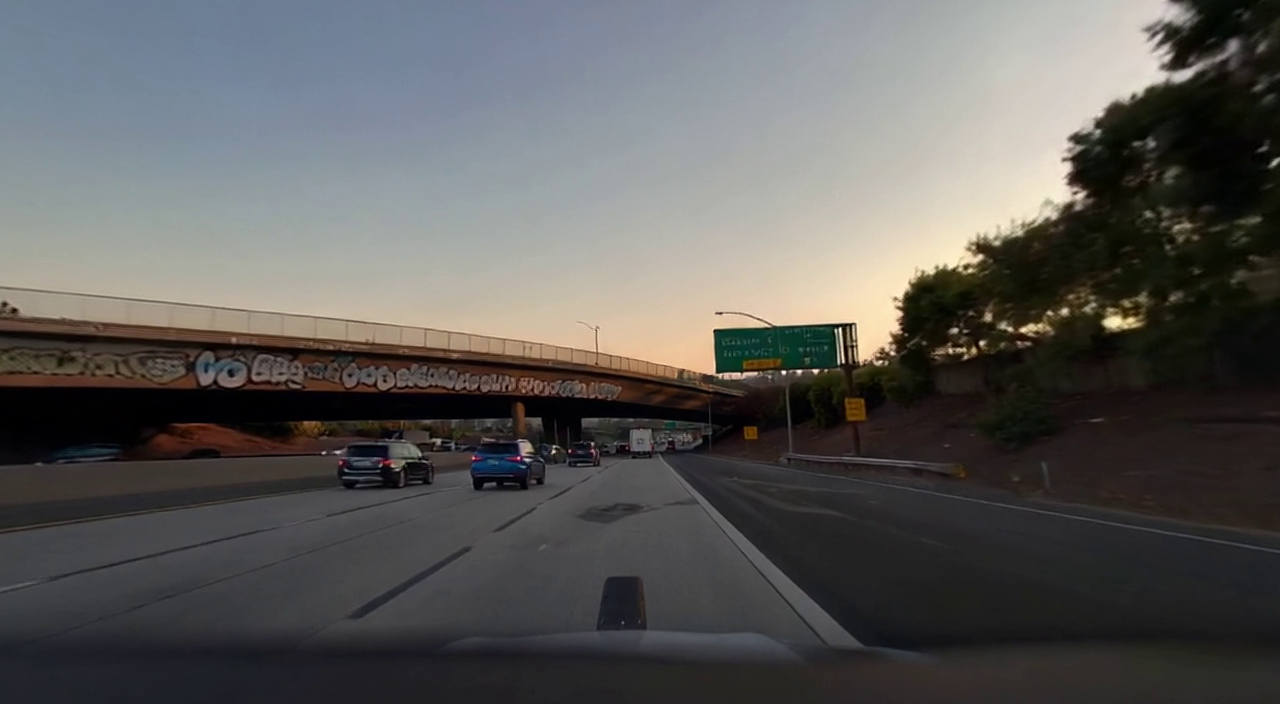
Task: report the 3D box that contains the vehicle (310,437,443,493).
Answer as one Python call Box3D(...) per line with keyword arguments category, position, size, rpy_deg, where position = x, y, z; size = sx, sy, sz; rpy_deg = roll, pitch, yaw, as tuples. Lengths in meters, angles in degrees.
Box3D(category="vehicle", position=(-7.746, 3.353, 19.056), size=(1.917, 1.449, 4.727), rpy_deg=(1, -9, 1))

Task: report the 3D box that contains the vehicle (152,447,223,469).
Box3D(category="vehicle", position=(-34.704, 8.118, 48.322), size=(1.856, 1.611, 4.750), rpy_deg=(0, -9, 1))

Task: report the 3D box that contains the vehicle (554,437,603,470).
Box3D(category="vehicle", position=(-3.314, 5.575, 34.608), size=(2.154, 1.693, 4.394), rpy_deg=(1, -9, 1))

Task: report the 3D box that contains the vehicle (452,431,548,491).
Box3D(category="vehicle", position=(-4.189, 3.323, 19.450), size=(1.969, 1.633, 3.962), rpy_deg=(1, -9, 1))

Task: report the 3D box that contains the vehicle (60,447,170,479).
Box3D(category="vehicle", position=(-27.627, 5.805, 33.239), size=(1.879, 1.550, 4.421), rpy_deg=(0, -9, 1))

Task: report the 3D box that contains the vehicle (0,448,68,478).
Box3D(category="vehicle", position=(-35.104, 6.172, 35.062), size=(1.876, 1.525, 4.675), rpy_deg=(1, -9, 0))
